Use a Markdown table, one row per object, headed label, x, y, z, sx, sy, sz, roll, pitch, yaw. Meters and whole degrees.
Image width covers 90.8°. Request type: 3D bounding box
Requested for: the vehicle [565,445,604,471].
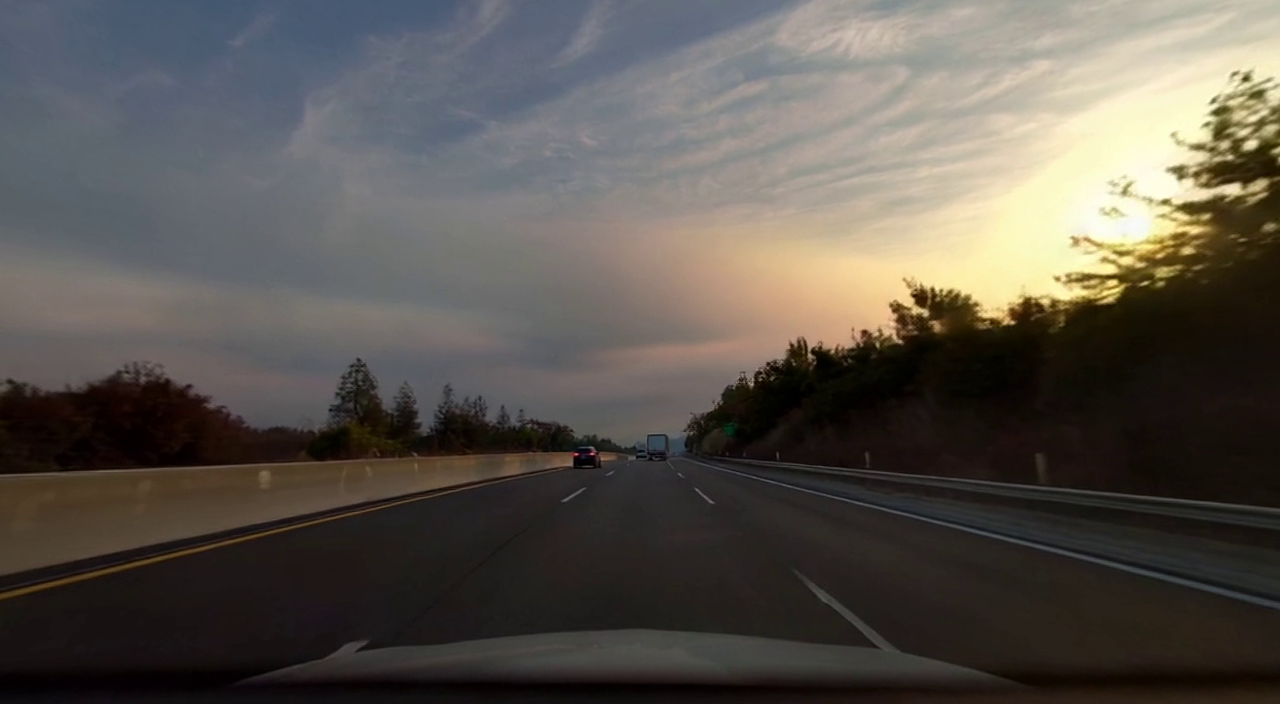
| label | x | y | z | sx | sy | sz | roll | pitch | yaw |
| --- | --- | --- | --- | --- | --- | --- | --- | --- | --- |
| vehicle | -3.629 | 6.990 | 41.716 | 2.035 | 1.595 | 4.022 | 0 | -9 | 2 |
